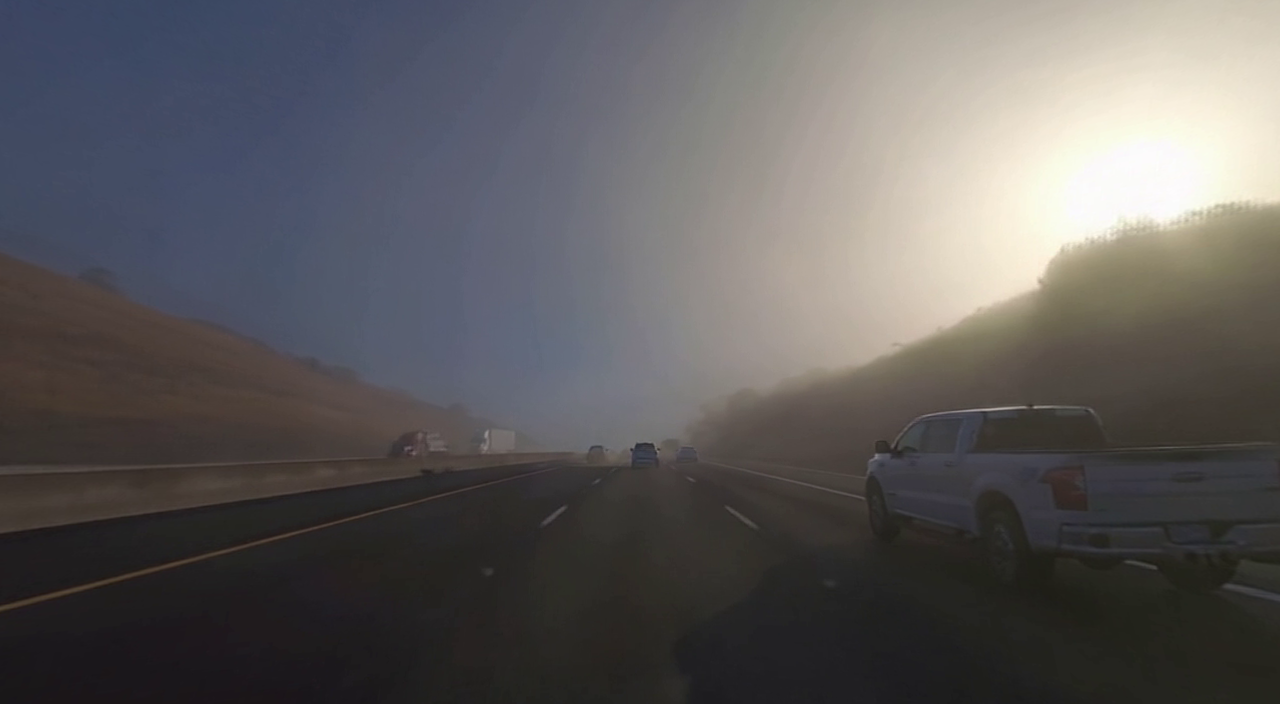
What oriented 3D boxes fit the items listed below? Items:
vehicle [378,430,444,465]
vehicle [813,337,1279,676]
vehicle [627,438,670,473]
[{"bbox_3d":[-15.896,6.685,44.188,2.233,2.227,6.034,0,-8,2],"label":"vehicle"},{"bbox_3d":[4.047,1.311,6.682,2.700,1.980,5.866,0,-8,-1],"label":"vehicle"},{"bbox_3d":[0.408,5.421,33.305,2.086,1.685,4.206,0,-8,0],"label":"vehicle"}]
